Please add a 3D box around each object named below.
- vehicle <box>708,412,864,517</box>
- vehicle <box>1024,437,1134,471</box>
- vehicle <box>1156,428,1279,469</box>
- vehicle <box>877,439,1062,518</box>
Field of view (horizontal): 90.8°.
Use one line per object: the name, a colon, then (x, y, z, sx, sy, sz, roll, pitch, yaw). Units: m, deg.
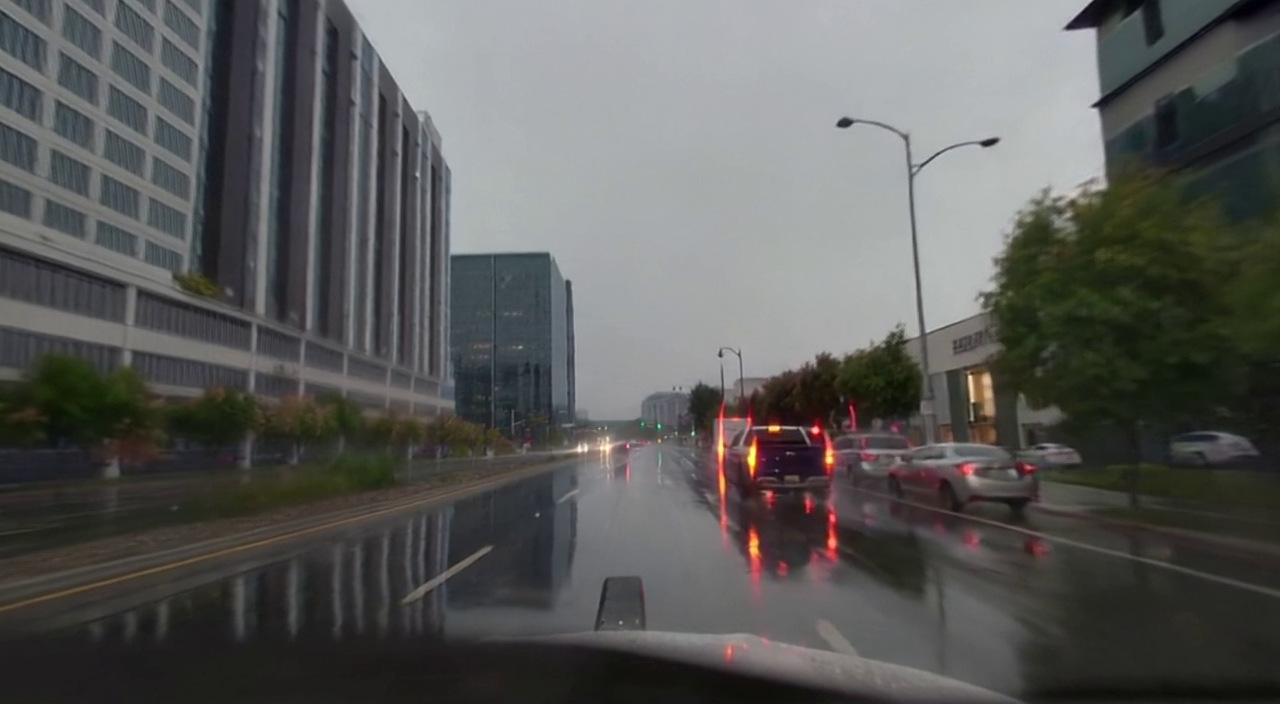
vehicle: (2.812, 2.334, 13.560, 2.130, 1.787, 5.126, 0, -8, 0)
vehicle: (20.828, 4.845, 30.264, 1.780, 1.474, 4.533, 0, -8, -4)
vehicle: (26.283, 4.392, 28.836, 1.887, 1.696, 4.337, -1, -8, 4)
vehicle: (7.016, 2.700, 14.083, 1.795, 1.459, 4.333, 0, -9, 0)
